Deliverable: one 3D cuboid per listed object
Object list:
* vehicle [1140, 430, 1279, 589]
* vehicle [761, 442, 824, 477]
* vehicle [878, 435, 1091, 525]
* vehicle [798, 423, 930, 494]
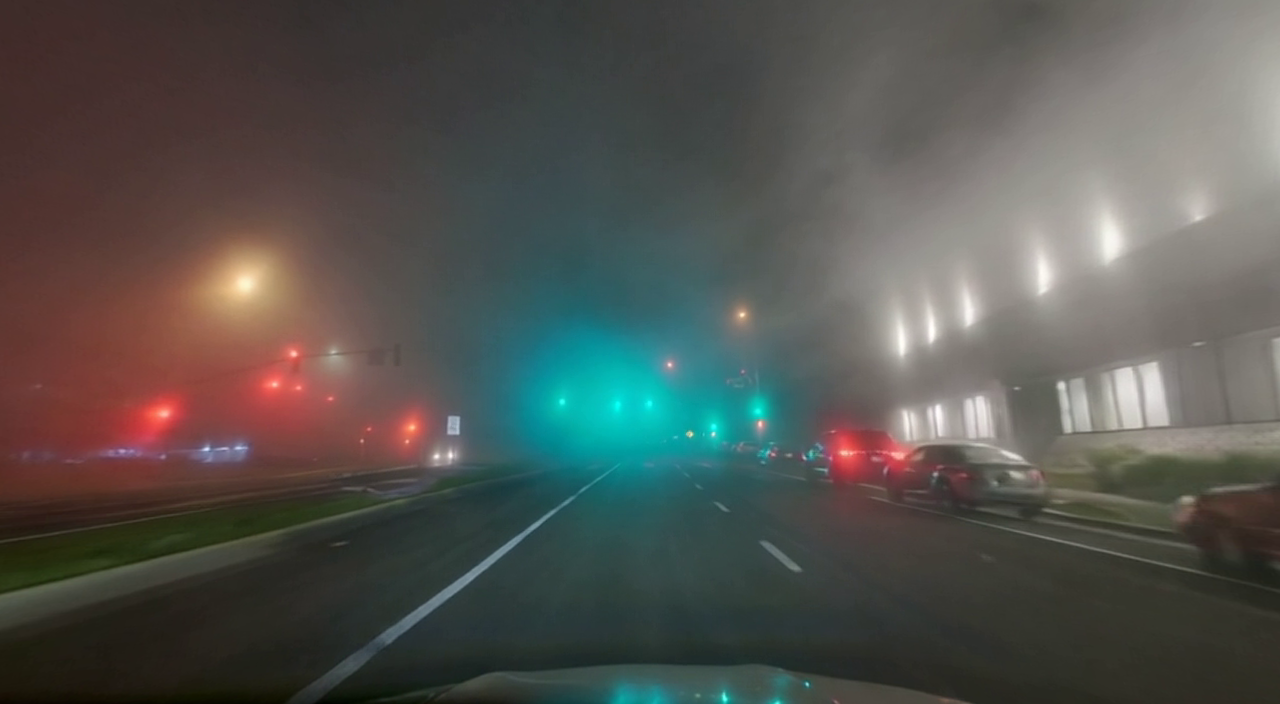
[{"bbox_3d":[6.913,1.377,5.242,1.864,1.466,4.352,0,-9,0],"label":"vehicle"},{"bbox_3d":[7.000,4.936,29.210,1.880,1.483,4.510,0,-9,1],"label":"vehicle"},{"bbox_3d":[6.733,2.521,12.991,1.863,1.512,4.525,0,-9,1],"label":"vehicle"},{"bbox_3d":[6.657,3.238,19.401,2.169,1.876,4.931,0,-9,-1],"label":"vehicle"}]
